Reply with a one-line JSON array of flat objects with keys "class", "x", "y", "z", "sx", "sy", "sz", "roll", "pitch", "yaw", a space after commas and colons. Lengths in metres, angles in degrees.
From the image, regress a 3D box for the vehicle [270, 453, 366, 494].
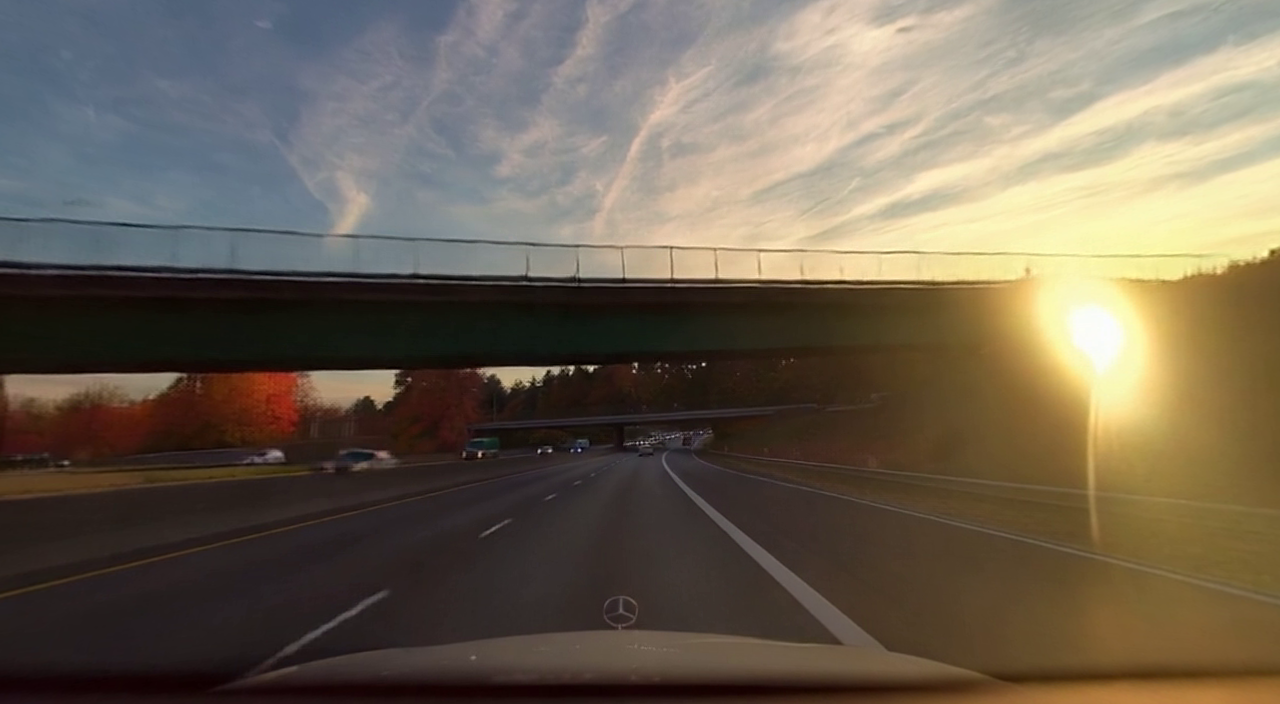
[{"class": "vehicle", "x": -13.008, "y": 4.913, "z": 25.598, "sx": 1.816, "sy": 1.465, "sz": 3.865, "roll": -1, "pitch": -9, "yaw": 0}]
